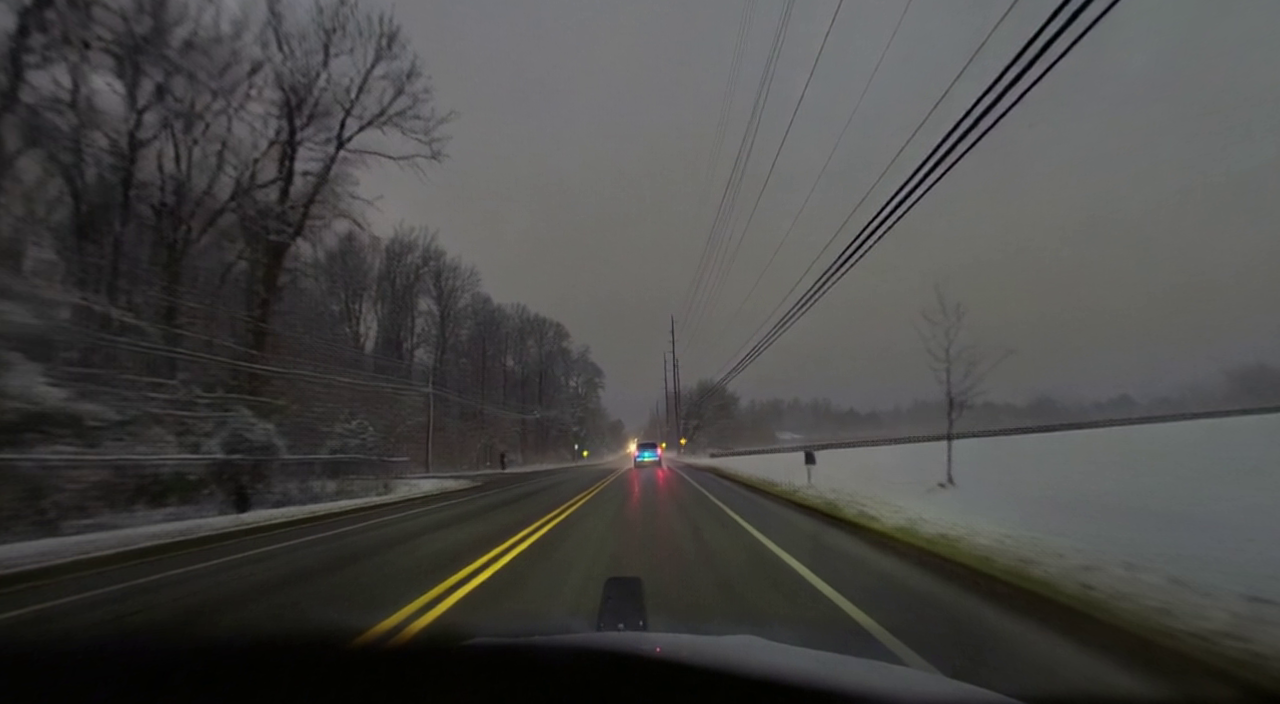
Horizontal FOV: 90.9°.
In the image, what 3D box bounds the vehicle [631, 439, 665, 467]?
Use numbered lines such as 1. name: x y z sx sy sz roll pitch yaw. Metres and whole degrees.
1. vehicle: 0.586 7.702 48.255 2.468 2.056 4.422 0 -8 0
